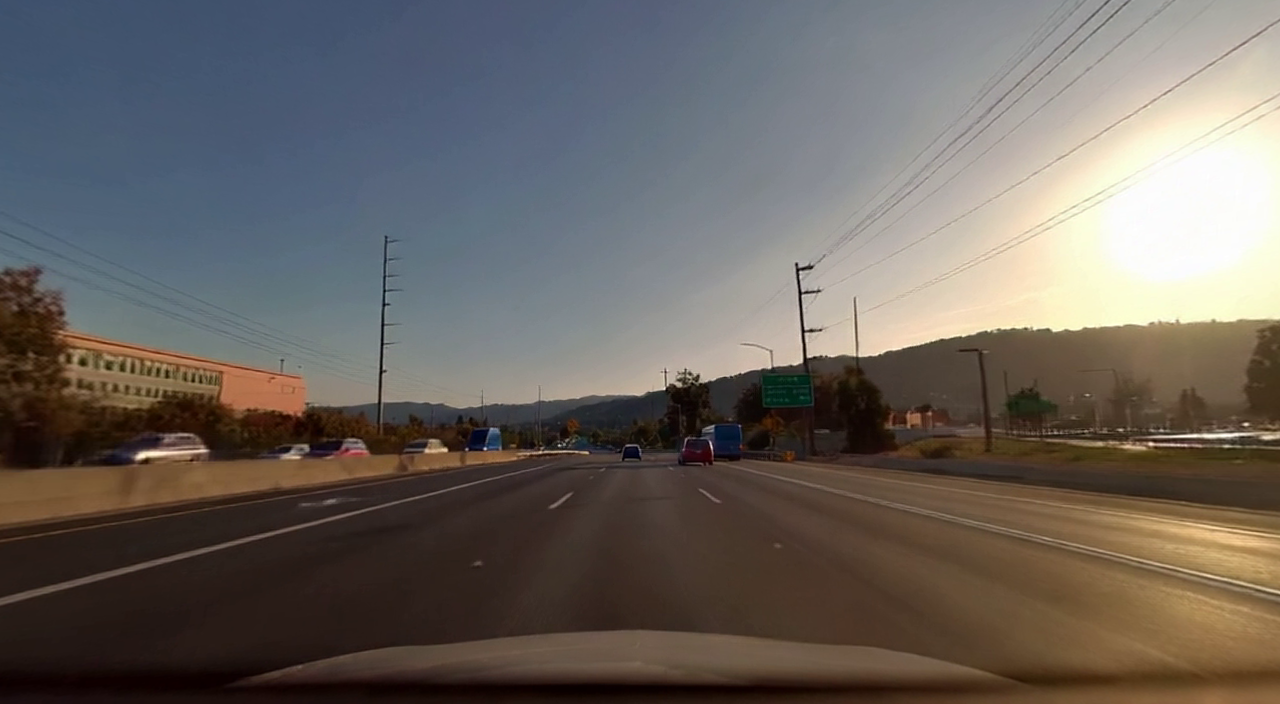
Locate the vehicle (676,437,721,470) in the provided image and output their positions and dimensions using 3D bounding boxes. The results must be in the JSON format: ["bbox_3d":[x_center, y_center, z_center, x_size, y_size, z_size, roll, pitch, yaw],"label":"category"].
[{"bbox_3d":[3.393,6.018,37.474,2.036,1.796,4.470,0,-9,-2],"label":"vehicle"}]

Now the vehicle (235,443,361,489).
[{"bbox_3d":[-13.734,4.592,25.853,2.059,1.632,5.389,0,-9,1],"label":"vehicle"}]

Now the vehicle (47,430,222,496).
[{"bbox_3d":[-21.097,4.643,26.874,2.354,2.455,5.986,0,-9,1],"label":"vehicle"}]

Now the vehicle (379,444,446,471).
[{"bbox_3d":[-13.506,6.312,37.884,2.057,1.477,5.327,0,-9,0],"label":"vehicle"}]
